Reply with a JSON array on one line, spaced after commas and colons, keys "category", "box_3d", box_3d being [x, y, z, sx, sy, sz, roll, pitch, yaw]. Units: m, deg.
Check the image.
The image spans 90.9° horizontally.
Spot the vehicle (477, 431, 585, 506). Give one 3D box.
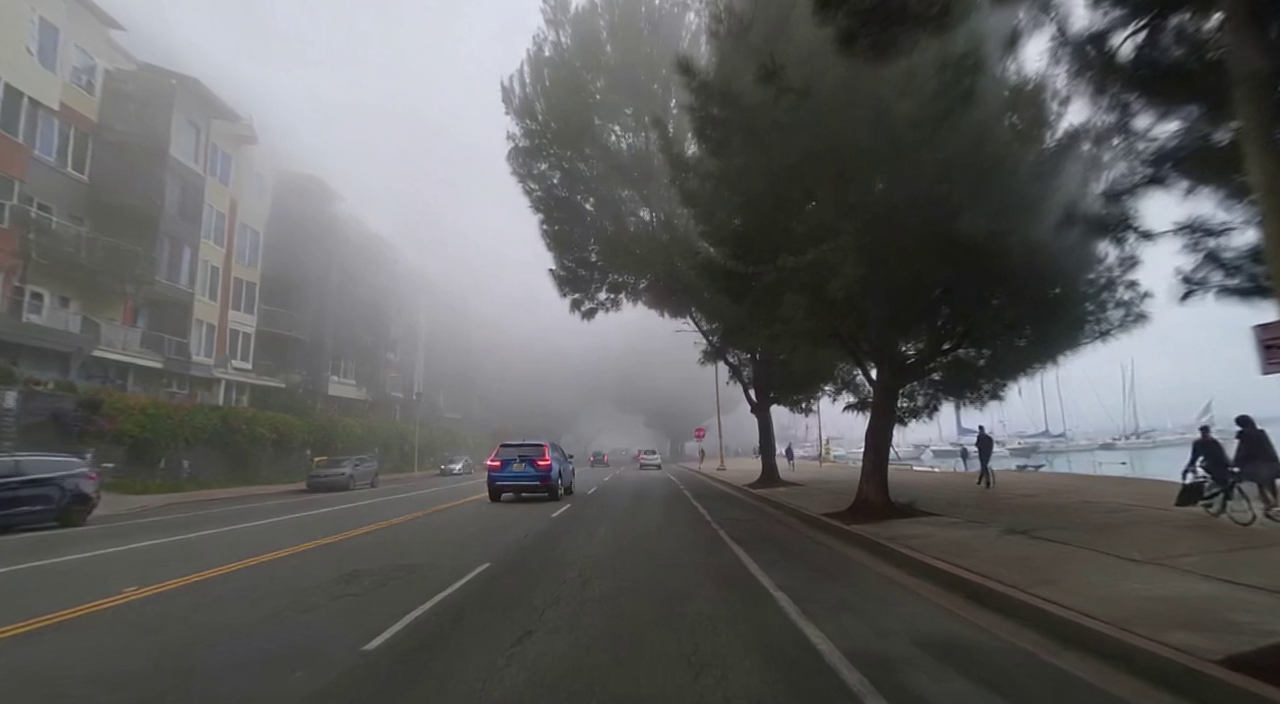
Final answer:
[{"category": "vehicle", "box_3d": [-2.912, 3.238, 17.998, 2.082, 1.817, 4.724, -1, -9, 2]}]

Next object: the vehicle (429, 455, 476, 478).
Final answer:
[{"category": "vehicle", "box_3d": [-13.274, 8.127, 44.999, 1.871, 1.463, 4.555, -1, -9, 1]}]

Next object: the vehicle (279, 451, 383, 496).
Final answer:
[{"category": "vehicle", "box_3d": [-13.288, 5.221, 27.489, 2.128, 1.716, 4.479, -1, -9, 2]}]

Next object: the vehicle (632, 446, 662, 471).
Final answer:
[{"category": "vehicle", "box_3d": [0.527, 7.482, 44.558, 2.057, 1.624, 3.726, -1, -9, 2]}]
